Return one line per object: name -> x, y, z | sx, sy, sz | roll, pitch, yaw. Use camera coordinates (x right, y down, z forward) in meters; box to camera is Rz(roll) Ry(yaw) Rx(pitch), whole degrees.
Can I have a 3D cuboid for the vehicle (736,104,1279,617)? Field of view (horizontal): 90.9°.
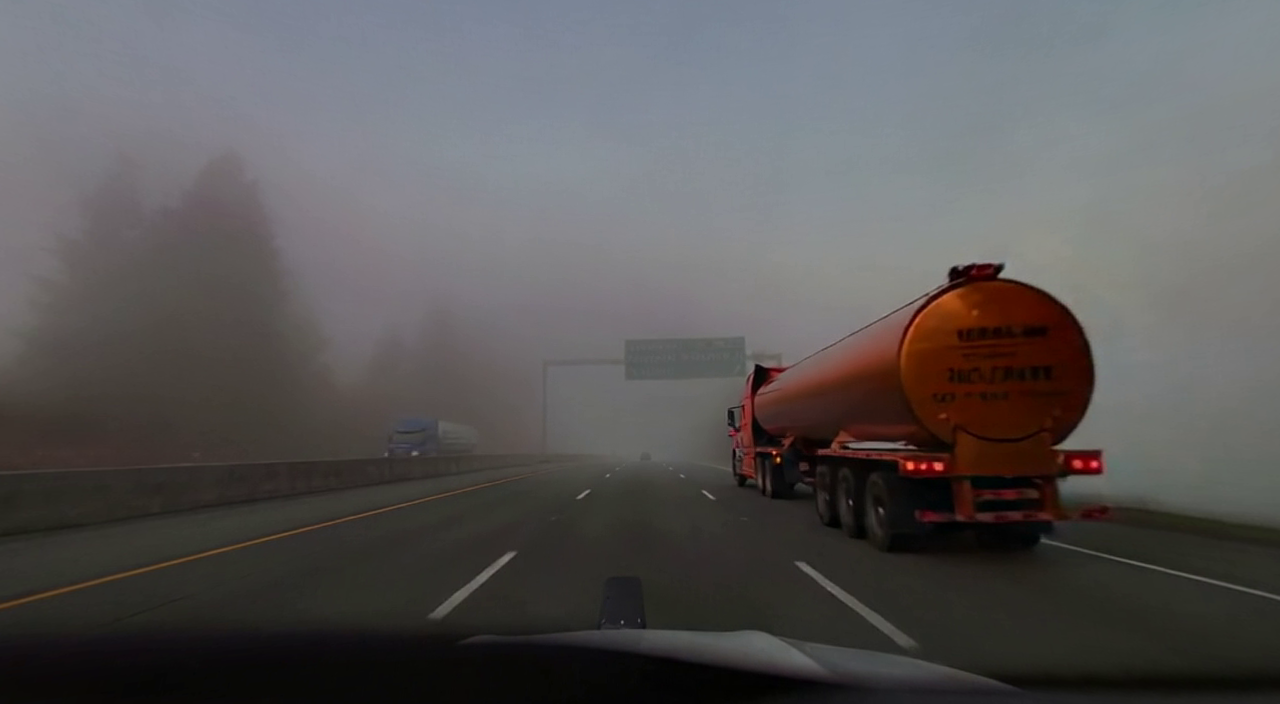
vehicle -> 4.333, 0.969, 11.741 | 2.784, 4.080, 13.516 | -2, -9, -1
